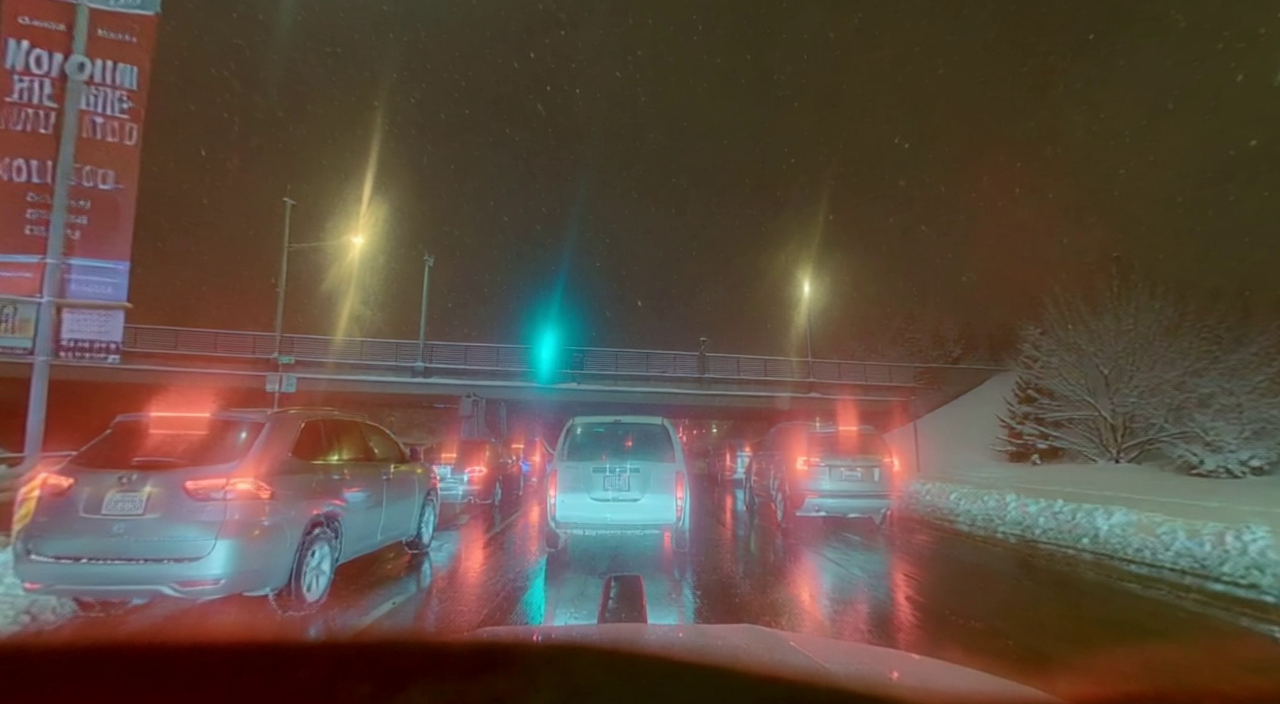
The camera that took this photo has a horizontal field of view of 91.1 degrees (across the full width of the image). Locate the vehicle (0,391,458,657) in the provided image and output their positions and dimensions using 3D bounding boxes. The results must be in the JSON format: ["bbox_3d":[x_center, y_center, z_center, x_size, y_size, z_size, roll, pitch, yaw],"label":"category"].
[{"bbox_3d":[-3.495,1.432,6.277,2.039,1.709,4.265,0,-9,0],"label":"vehicle"}]

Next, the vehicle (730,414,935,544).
[{"bbox_3d":[3.064,2.138,11.260,2.016,1.804,4.681,0,-9,-2],"label":"vehicle"}]

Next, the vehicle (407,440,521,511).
[{"bbox_3d":[-4.158,2.948,15.428,1.797,1.505,3.506,0,-9,0],"label":"vehicle"}]

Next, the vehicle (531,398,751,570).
[{"bbox_3d":[-0.079,1.772,9.208,2.409,1.864,4.471,0,-9,-2],"label":"vehicle"}]
